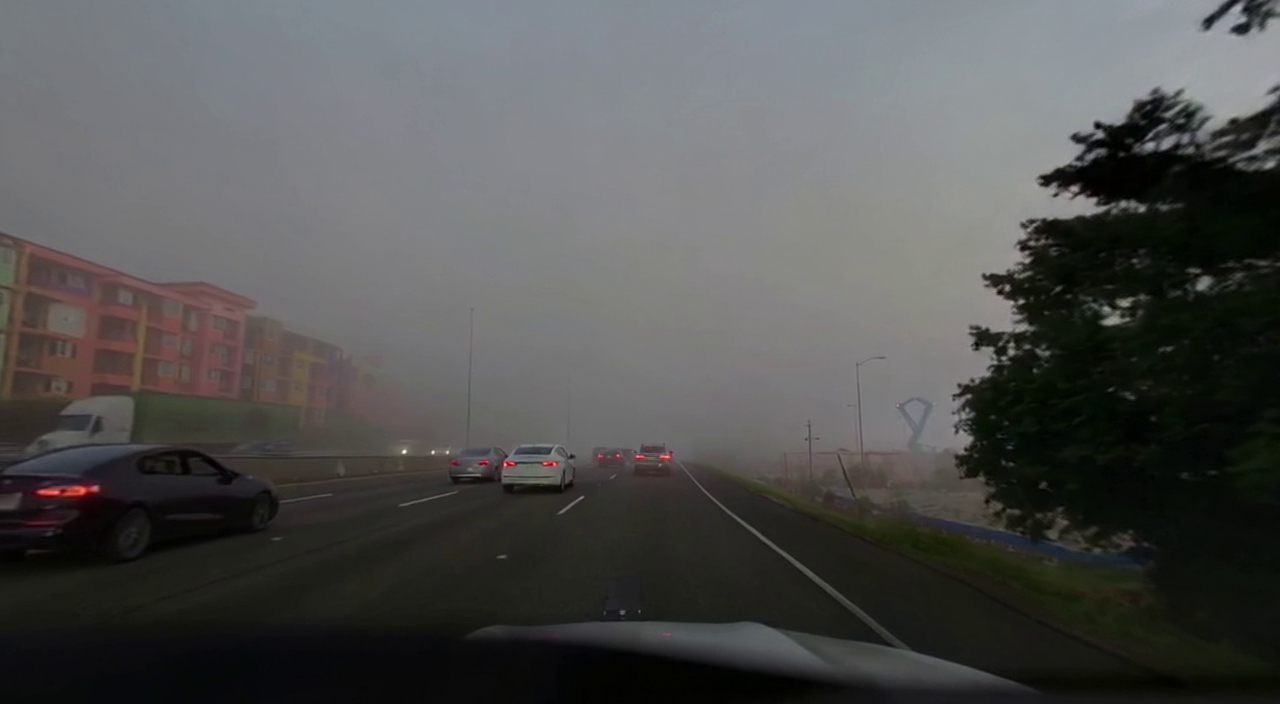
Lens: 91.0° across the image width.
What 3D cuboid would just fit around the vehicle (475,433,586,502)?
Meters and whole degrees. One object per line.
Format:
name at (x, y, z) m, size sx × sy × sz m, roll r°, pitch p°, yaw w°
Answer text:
vehicle at (-2.880, 3.172, 17.739) m, size 2.109 × 1.657 × 4.554 m, roll 0°, pitch -9°, yaw 2°

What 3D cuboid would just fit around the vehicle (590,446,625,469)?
vehicle at (-2.210, 7.358, 44.034) m, size 2.029 × 1.497 × 3.960 m, roll 0°, pitch -9°, yaw 4°

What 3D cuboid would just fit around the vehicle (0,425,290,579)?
vehicle at (-7.011, 1.801, 8.458) m, size 1.959 × 1.486 × 4.460 m, roll 0°, pitch -9°, yaw 1°

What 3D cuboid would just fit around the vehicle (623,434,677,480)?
vehicle at (0.465, 4.477, 27.045) m, size 2.116 × 1.763 × 4.352 m, roll 0°, pitch -9°, yaw 2°
